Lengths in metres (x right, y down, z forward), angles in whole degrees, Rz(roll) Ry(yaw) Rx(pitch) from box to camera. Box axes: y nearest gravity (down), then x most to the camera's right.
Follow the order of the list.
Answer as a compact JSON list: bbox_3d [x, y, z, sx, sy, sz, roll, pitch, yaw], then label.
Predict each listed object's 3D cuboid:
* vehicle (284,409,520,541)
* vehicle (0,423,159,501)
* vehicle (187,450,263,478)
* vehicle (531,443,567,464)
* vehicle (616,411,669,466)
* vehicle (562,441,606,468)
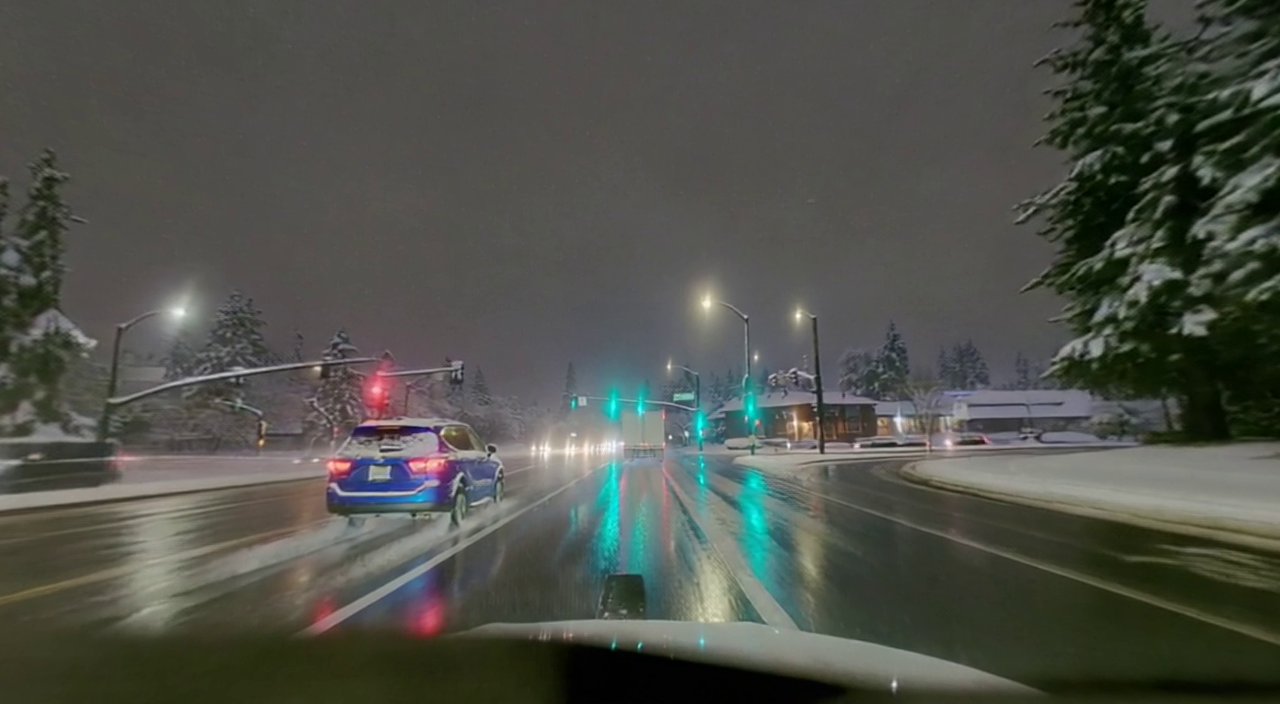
[{"bbox_3d":[-3.807,2.080,11.297,2.178,1.826,4.933,0,-8,1],"label":"vehicle"},{"bbox_3d":[-21.528,3.998,23.339,2.406,2.509,5.940,0,-8,1],"label":"vehicle"},{"bbox_3d":[-28.424,7.667,43.179,1.945,1.741,4.644,0,-8,1],"label":"vehicle"},{"bbox_3d":[-6.662,7.467,46.397,1.933,1.477,4.119,0,-8,1],"label":"vehicle"},{"bbox_3d":[0.222,5.366,38.724,2.993,3.051,6.692,0,-8,2],"label":"vehicle"},{"bbox_3d":[-3.182,5.904,36.423,2.023,1.483,4.143,0,-8,1],"label":"vehicle"}]
